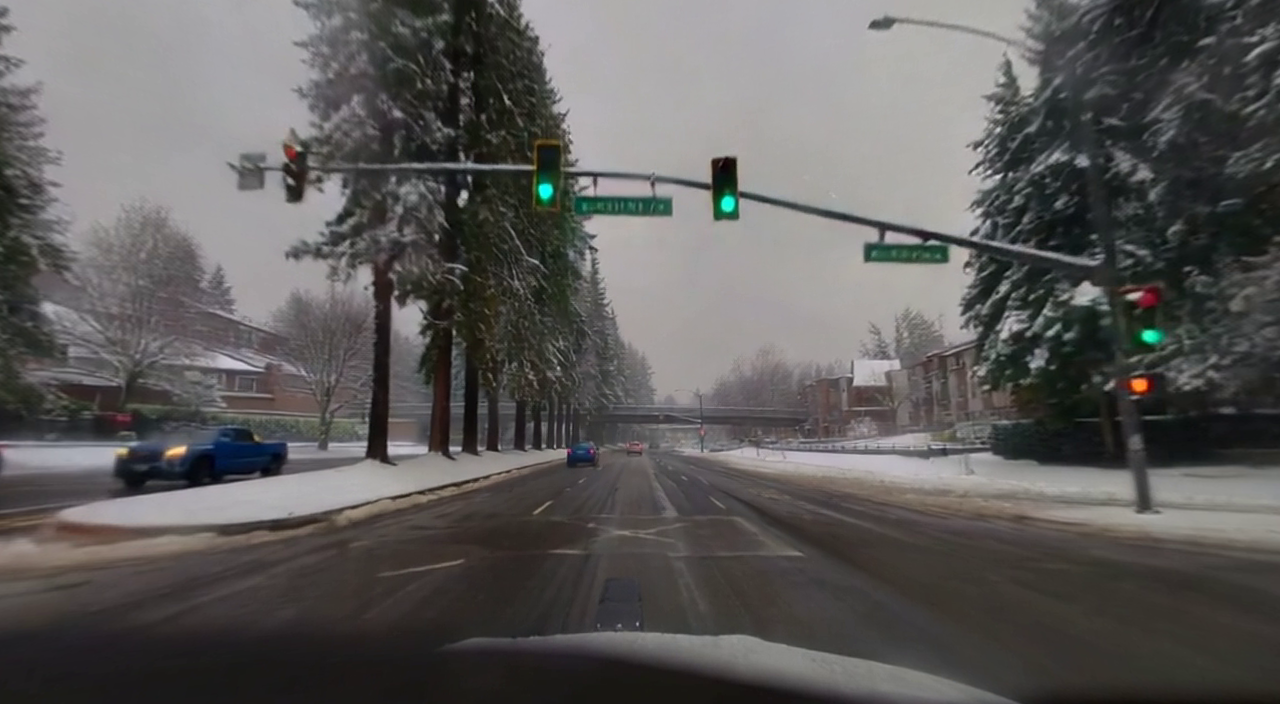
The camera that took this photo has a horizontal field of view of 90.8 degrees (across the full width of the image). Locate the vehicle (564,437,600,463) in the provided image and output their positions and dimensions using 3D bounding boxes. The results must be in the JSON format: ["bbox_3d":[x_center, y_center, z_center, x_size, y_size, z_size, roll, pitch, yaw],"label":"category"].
[{"bbox_3d":[-3.916,6.694,43.232,2.042,1.686,4.372,0,-9,0],"label":"vehicle"}]

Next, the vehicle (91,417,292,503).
[{"bbox_3d":[-12.627,3.066,18.372,2.268,2.038,5.024,-2,-8,-1],"label":"vehicle"}]
